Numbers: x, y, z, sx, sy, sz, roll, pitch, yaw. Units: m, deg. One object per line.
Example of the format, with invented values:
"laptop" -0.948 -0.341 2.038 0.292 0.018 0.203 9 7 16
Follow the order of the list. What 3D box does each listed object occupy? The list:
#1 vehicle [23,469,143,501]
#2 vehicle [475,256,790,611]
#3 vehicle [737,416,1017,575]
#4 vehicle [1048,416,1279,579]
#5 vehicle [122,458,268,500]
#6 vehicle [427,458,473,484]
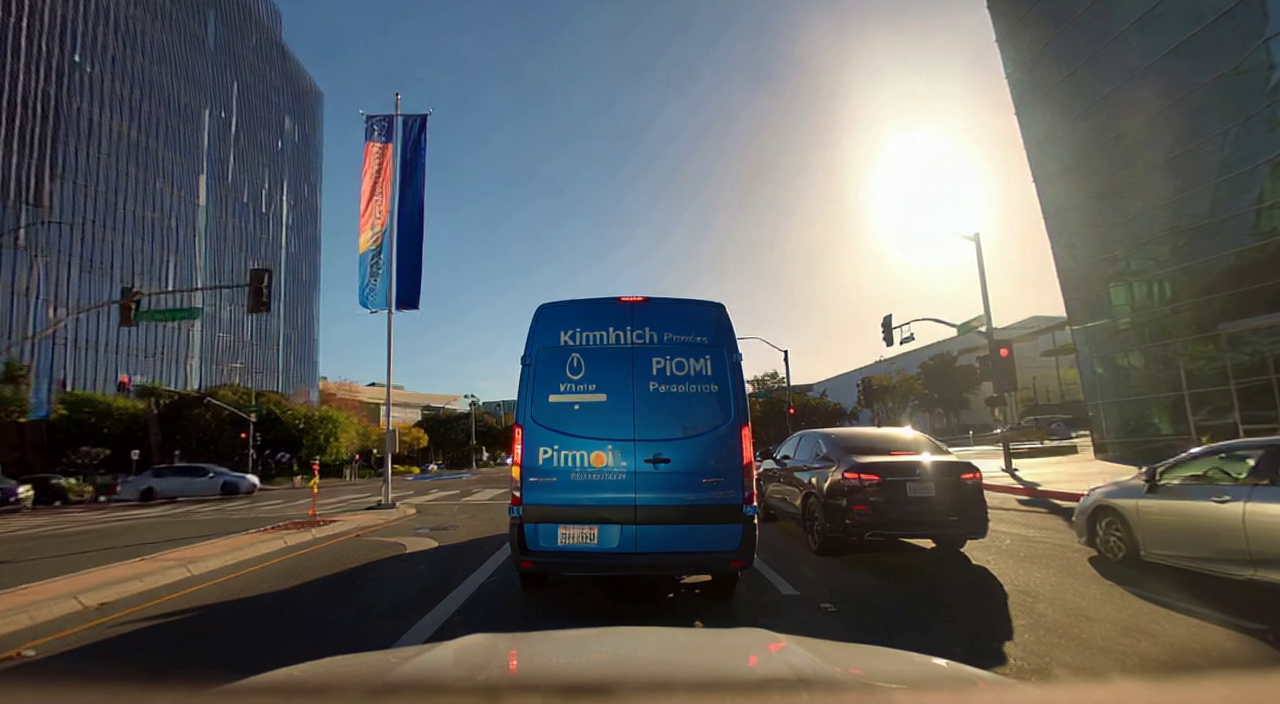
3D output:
"vehicle" -31.104 7.434 35.402 4.806 1.652 1.869 0 -8 -2
"vehicle" -0.022 1.183 9.097 2.613 3.035 7.342 0 -8 1
"vehicle" 2.877 1.863 9.047 2.183 1.676 4.506 0 -8 -1
"vehicle" 7.520 1.570 6.999 1.963 1.669 4.678 3 -9 -20
"vehicle" -18.890 5.379 26.974 4.659 1.615 1.944 0 -8 -3
"vehicle" -14.535 9.130 48.646 1.997 1.806 4.630 0 -8 1
